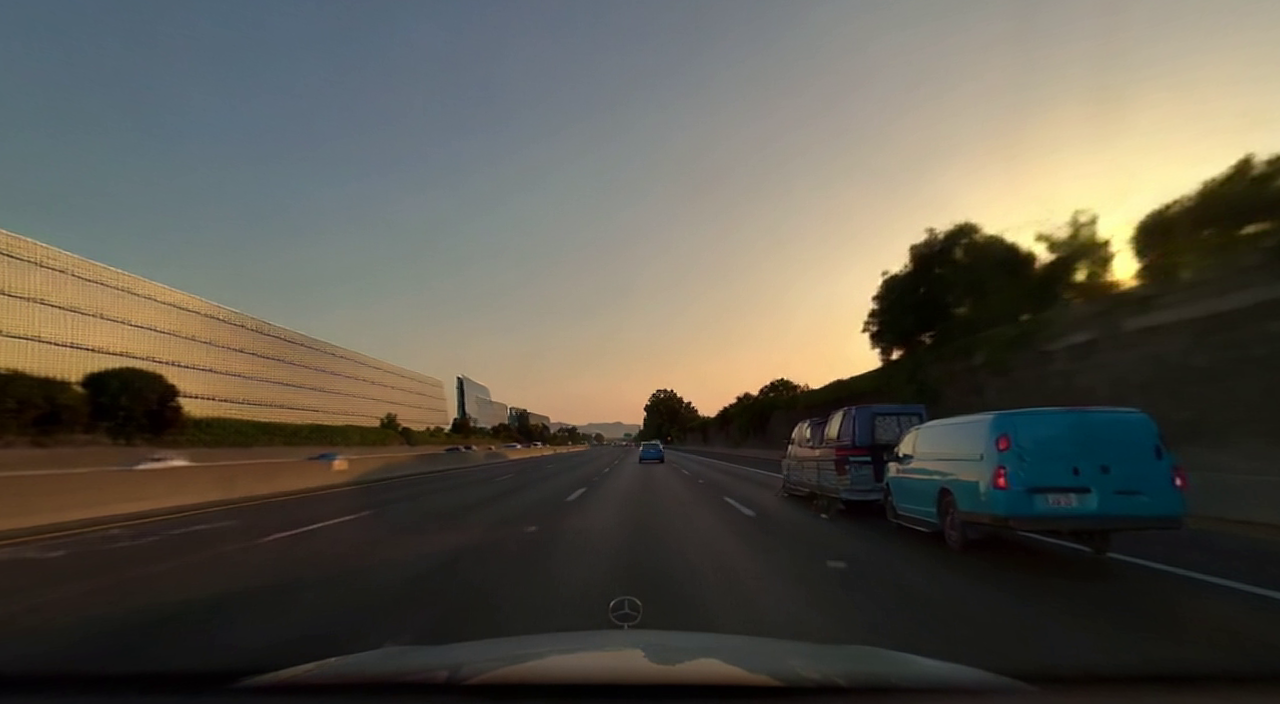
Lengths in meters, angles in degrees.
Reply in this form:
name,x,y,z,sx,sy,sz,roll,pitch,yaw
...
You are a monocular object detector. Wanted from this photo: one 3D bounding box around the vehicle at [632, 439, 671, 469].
name,x,y,z,sx,sy,sz,roll,pitch,yaw
vehicle,0.567,5.431,33.635,1.997,1.484,3.409,0,-8,0
